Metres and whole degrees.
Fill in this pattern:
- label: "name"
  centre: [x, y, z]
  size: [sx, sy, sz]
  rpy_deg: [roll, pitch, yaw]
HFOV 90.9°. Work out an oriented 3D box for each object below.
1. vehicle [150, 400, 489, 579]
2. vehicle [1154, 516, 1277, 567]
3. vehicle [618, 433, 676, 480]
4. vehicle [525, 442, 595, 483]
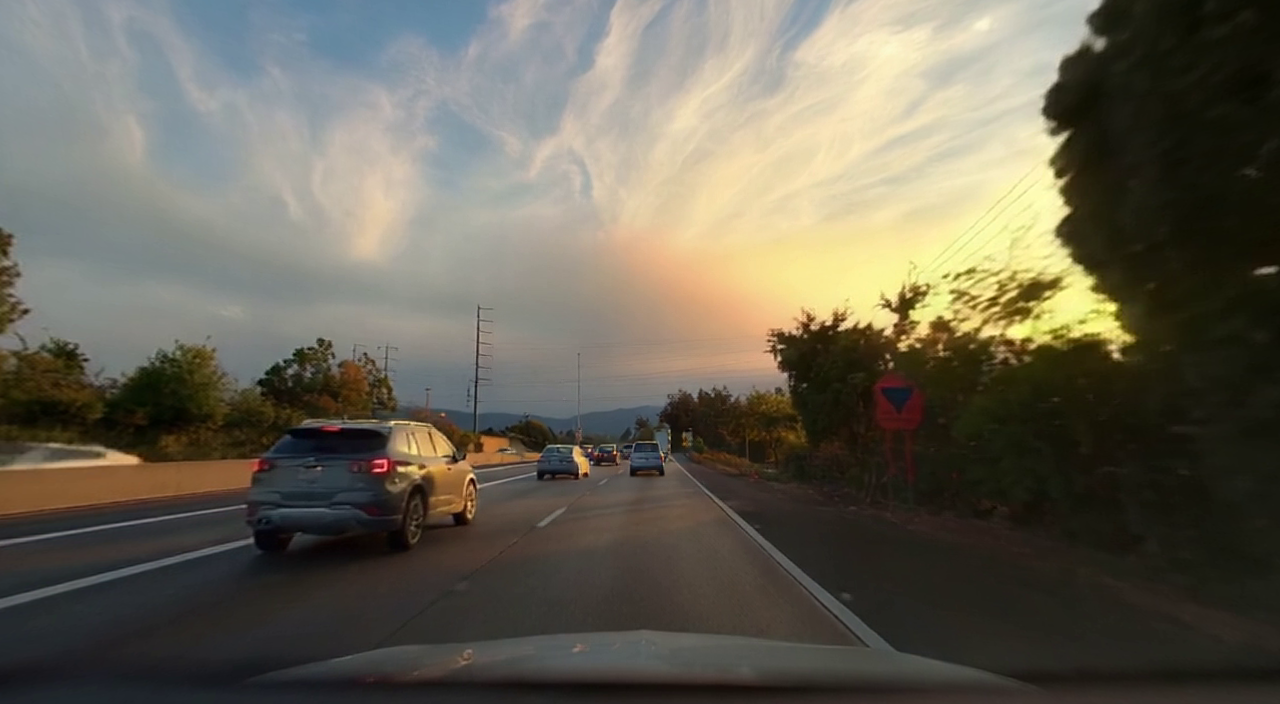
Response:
- label: "vehicle"
  centre: [-3.729, 1.698, 8.561]
  size: [2.104, 1.754, 4.515]
  rpy_deg: [0, -8, 2]
- label: "vehicle"
  centre: [25.315, 8.323, 27.983]
  size: [1.985, 1.513, 4.339]
  rpy_deg: [-2, -8, 11]
- label: "vehicle"
  centre: [0.325, 4.459, 27.130]
  size: [2.319, 1.813, 4.274]
  rpy_deg: [0, -8, 1]
- label: "vehicle"
  centre: [-3.077, 4.379, 25.351]
  size: [2.092, 1.464, 4.466]
  rpy_deg: [0, -8, 2]
